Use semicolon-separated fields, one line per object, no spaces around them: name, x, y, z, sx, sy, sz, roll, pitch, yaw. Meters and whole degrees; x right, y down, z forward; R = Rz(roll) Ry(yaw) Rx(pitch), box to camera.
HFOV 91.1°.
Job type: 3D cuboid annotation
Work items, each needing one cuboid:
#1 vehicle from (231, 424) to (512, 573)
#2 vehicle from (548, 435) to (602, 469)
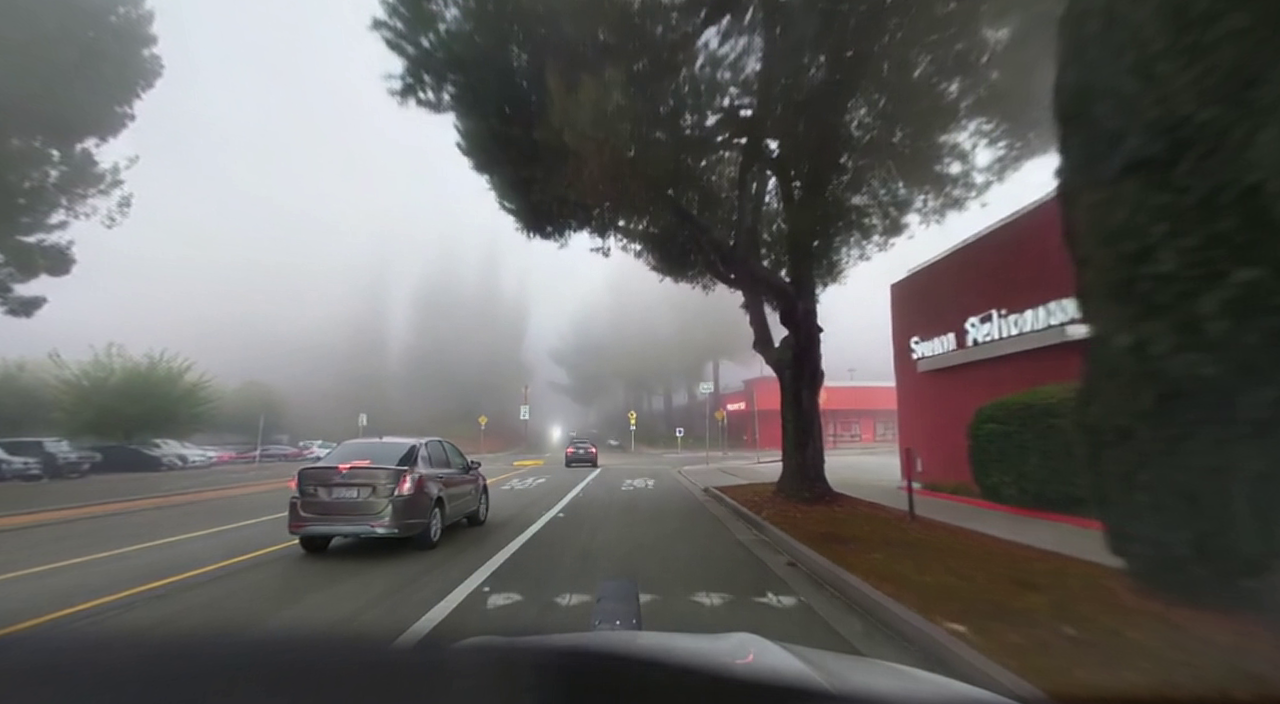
vehicle;-3.164;1.776;8.590;1.853;1.478;4.381;0;-8;1
vehicle;-2.965;4.632;29.440;1.962;1.424;4.289;0;-8;1
